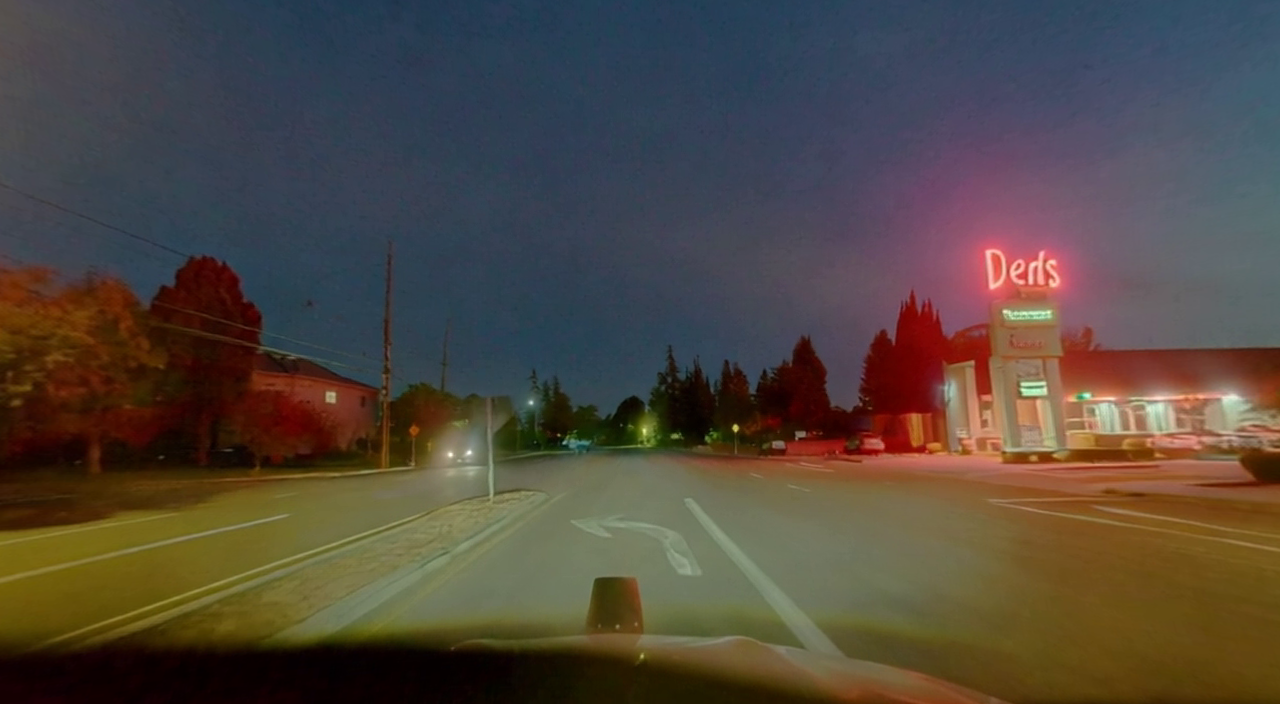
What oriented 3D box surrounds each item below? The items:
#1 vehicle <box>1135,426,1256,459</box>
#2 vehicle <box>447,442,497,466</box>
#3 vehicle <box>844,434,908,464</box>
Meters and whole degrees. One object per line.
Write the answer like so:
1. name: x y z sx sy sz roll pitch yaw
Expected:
1. vehicle: 26.677 4.390 30.593 1.836 1.497 4.419 0 -8 0
2. vehicle: -11.514 7.016 43.591 1.997 1.516 4.790 0 -8 1
3. vehicle: 13.828 5.724 37.338 1.987 1.694 4.523 0 -9 -1
